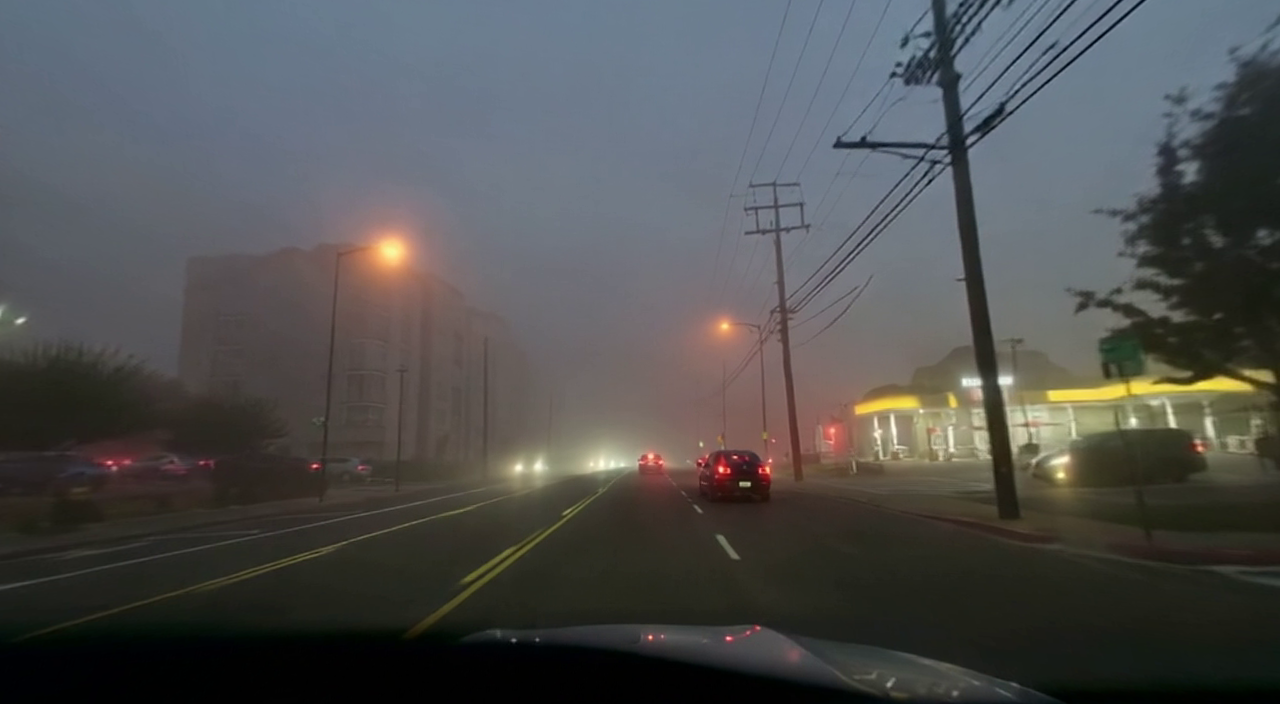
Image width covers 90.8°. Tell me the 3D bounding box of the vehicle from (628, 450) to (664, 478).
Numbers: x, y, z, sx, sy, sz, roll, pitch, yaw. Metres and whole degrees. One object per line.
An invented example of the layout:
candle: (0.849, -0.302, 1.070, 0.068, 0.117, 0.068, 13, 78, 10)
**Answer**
vehicle: (0.377, 6.622, 37.576, 1.999, 1.487, 3.939, 0, -8, 1)

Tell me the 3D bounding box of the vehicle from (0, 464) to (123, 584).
vehicle: (-9.086, 2.162, 7.618, 1.859, 1.451, 4.447, 0, -8, 1)

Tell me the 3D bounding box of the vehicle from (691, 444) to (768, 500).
vehicle: (2.876, 3.961, 21.322, 1.945, 1.647, 4.160, 0, -8, -1)

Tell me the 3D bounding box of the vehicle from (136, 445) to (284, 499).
vehicle: (-17.516, 4.880, 25.922, 4.591, 1.852, 2.241, -3, -7, 5)

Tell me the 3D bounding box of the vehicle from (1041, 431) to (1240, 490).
vehicle: (14.174, 3.103, 18.364, 1.846, 1.480, 4.649, 0, -8, -2)
